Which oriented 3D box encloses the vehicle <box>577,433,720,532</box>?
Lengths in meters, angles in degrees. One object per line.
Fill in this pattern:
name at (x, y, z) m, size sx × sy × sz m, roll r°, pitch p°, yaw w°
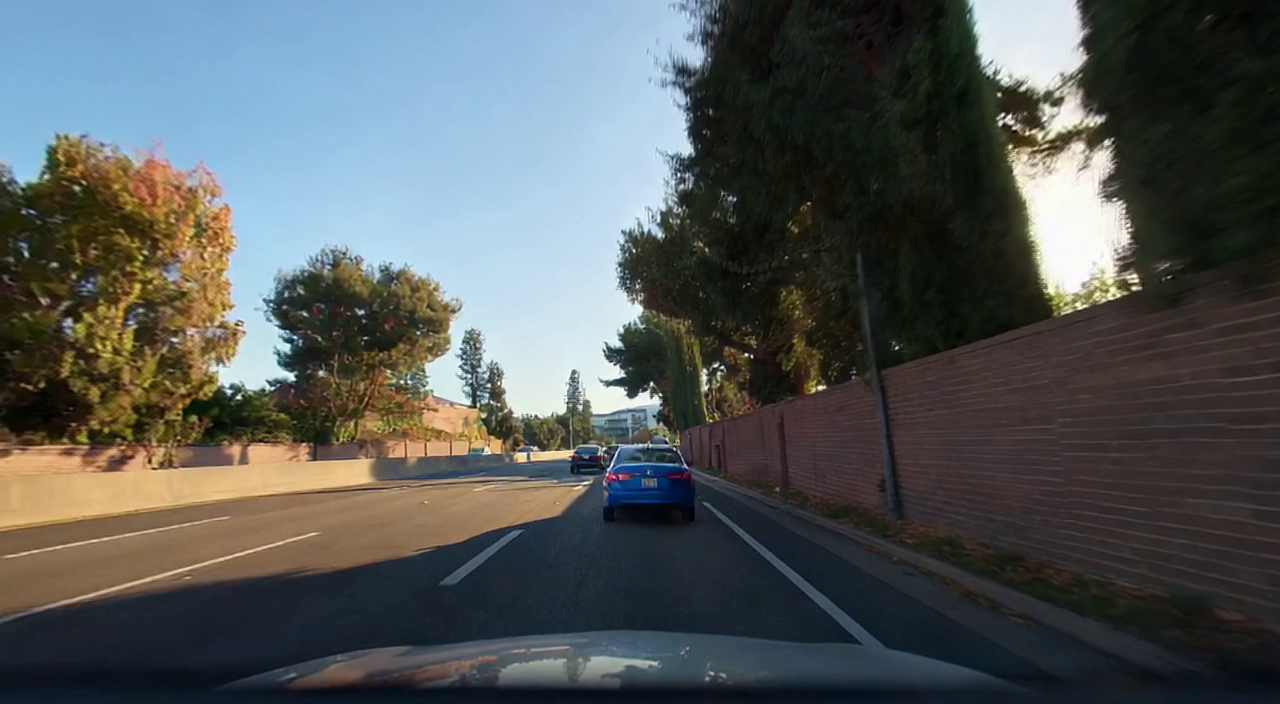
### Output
vehicle at (0.121, 2.336, 11.955) m, size 2.205 × 1.509 × 4.272 m, roll 0°, pitch -8°, yaw 0°
